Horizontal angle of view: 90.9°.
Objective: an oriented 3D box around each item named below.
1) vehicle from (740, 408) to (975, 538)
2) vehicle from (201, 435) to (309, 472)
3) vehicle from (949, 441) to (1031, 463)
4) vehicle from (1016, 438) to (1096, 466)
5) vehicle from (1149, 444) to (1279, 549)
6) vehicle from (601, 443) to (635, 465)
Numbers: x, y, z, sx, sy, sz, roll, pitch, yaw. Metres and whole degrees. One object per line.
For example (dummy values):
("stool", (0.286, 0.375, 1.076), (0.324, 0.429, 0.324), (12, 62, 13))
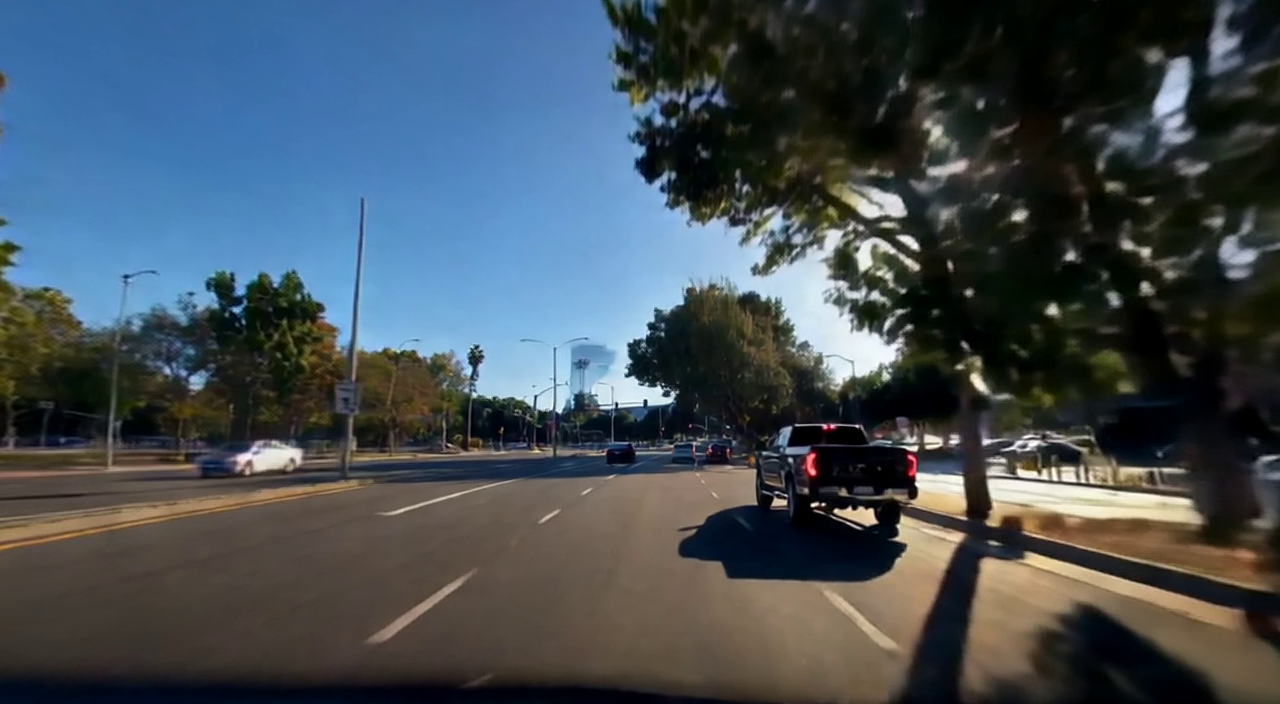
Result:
("vehicle", (3.460, 2.093, 11.624), (2.333, 1.777, 5.713), (0, -8, 0))
("vehicle", (-17.696, 4.684, 29.288), (1.893, 1.593, 4.575), (-1, -8, 4))
("vehicle", (24.164, 6.893, 43.537), (4.711, 1.460, 2.149), (2, -9, -17))
("vehicle", (25.469, 6.124, 38.621), (3.945, 1.618, 1.919), (3, -9, -18))
("vehicle", (10.296, 2.108, 9.207), (1.963, 1.513, 4.600), (0, -8, 2))
("vehicle", (-1.557, 7.406, 45.961), (1.958, 1.542, 4.175), (-1, -8, 5))
